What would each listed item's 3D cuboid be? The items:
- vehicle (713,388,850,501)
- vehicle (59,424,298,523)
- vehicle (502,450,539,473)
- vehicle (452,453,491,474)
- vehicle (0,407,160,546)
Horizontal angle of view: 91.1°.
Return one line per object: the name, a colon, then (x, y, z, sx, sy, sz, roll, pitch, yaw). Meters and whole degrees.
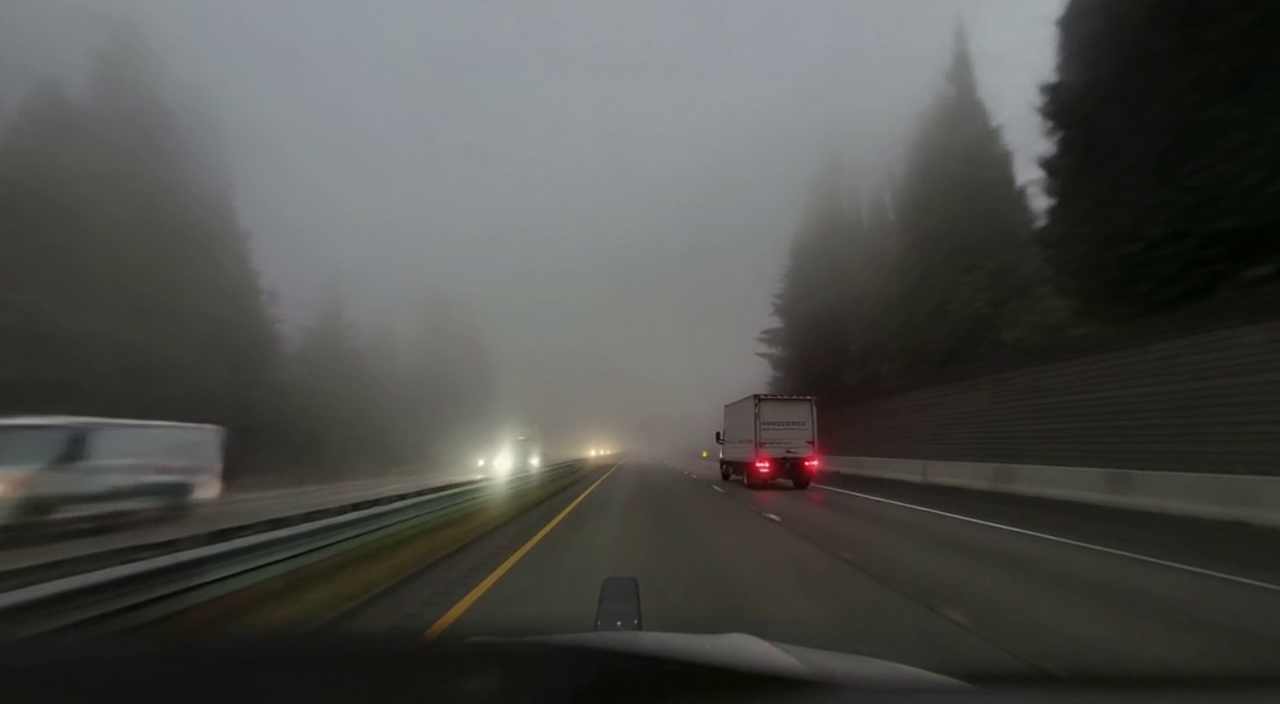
vehicle: (3.942, 2.825, 19.207, 2.449, 2.805, 6.763, 0, -9, -1)
vehicle: (-12.819, 3.393, 18.235, 2.496, 2.353, 5.824, 0, -9, 0)
vehicle: (-8.144, 7.490, 43.155, 1.800, 1.441, 3.633, -1, -9, 0)
vehicle: (-12.666, 8.356, 47.449, 1.802, 1.445, 4.047, 0, -9, -1)
vehicle: (-12.796, 2.318, 11.764, 2.601, 2.464, 6.400, 0, -9, -1)
